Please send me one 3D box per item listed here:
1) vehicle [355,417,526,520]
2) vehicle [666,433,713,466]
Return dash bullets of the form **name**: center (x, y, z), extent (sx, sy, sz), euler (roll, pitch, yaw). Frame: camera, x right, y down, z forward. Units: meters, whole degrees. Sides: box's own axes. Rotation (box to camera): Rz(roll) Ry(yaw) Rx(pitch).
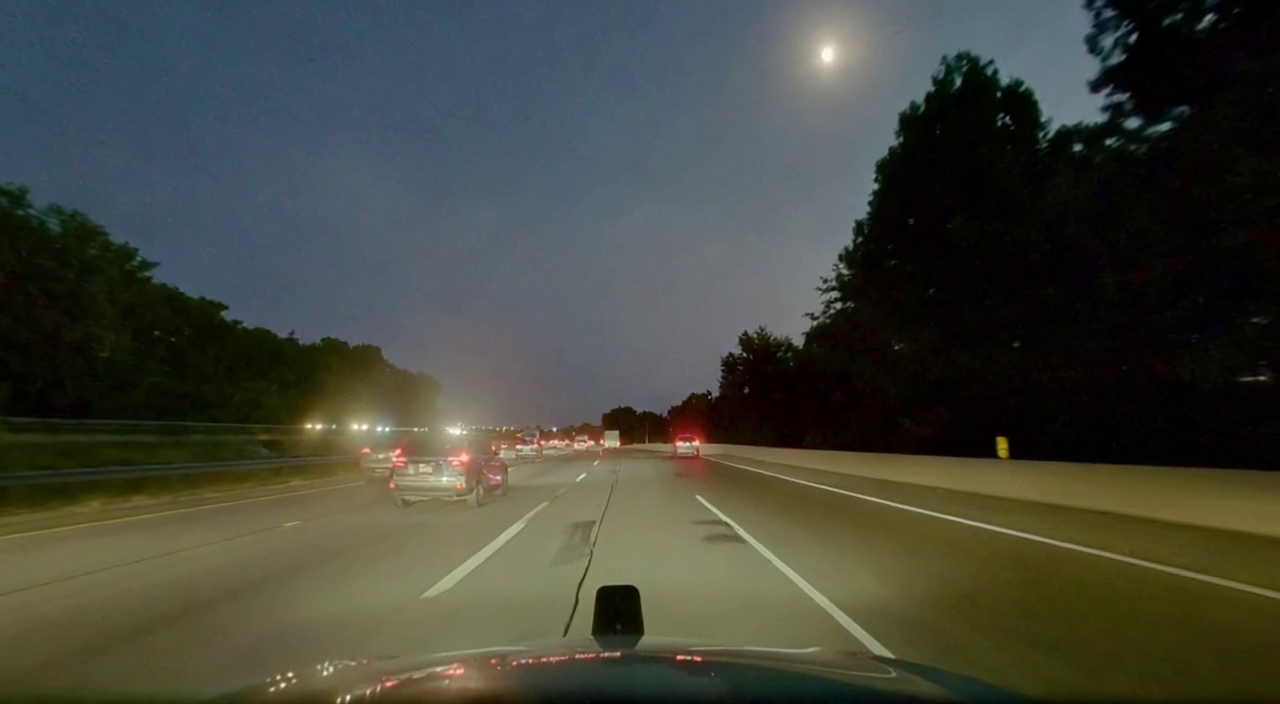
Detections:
- **vehicle**: center (-3.662, 2.234, 12.505), extent (2.002, 1.680, 4.301), euler (0, -9, -1)
- **vehicle**: center (2.671, 5.400, 34.899), extent (2.053, 1.698, 4.097), euler (0, -9, -3)
